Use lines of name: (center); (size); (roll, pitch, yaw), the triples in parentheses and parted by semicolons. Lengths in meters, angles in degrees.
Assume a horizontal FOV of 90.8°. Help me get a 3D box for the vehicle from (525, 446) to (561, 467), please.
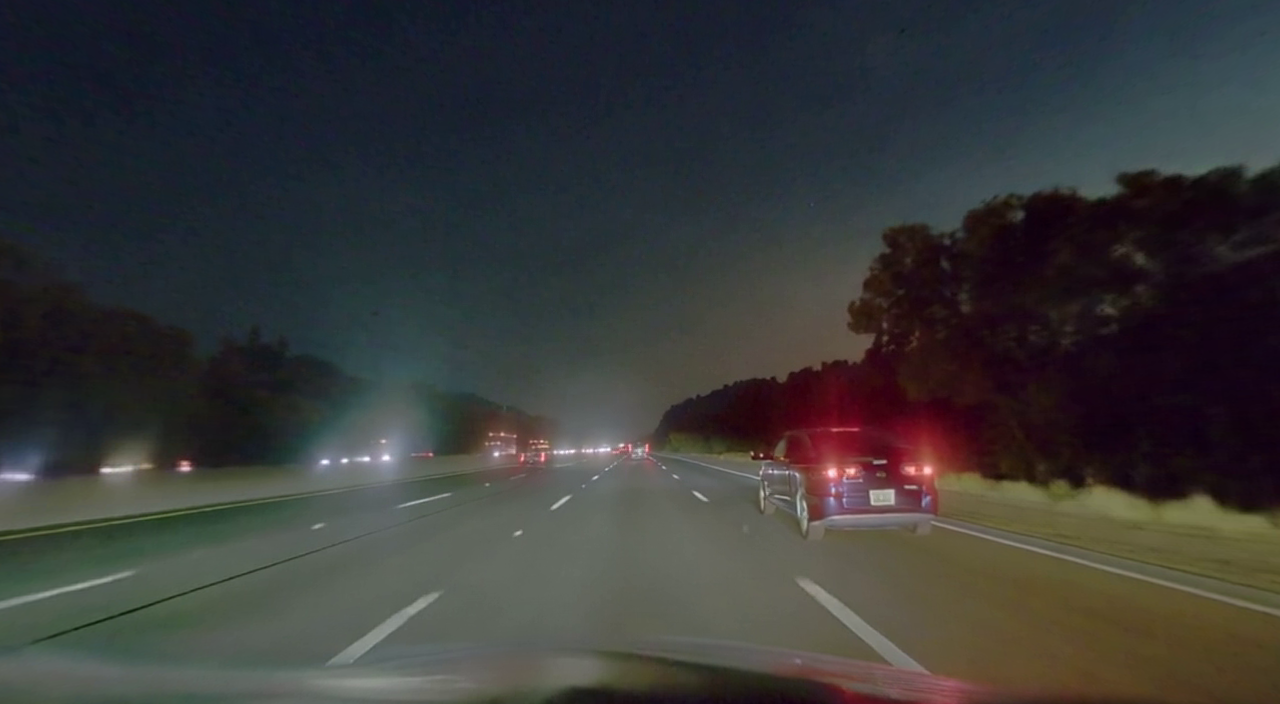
vehicle: (-7.265, 7.937, 47.856); (1.973, 1.494, 4.419); (0, -9, 1)

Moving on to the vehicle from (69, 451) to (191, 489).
vehicle: (-22.834, 5.271, 28.502); (1.872, 1.519, 4.325); (0, -9, 0)

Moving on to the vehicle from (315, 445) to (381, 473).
vehicle: (-19.302, 7.092, 42.027); (1.959, 1.678, 5.042); (0, -9, 0)

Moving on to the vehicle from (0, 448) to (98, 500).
vehicle: (-19.070, 3.653, 19.034); (1.780, 1.466, 3.993); (0, -9, 1)
